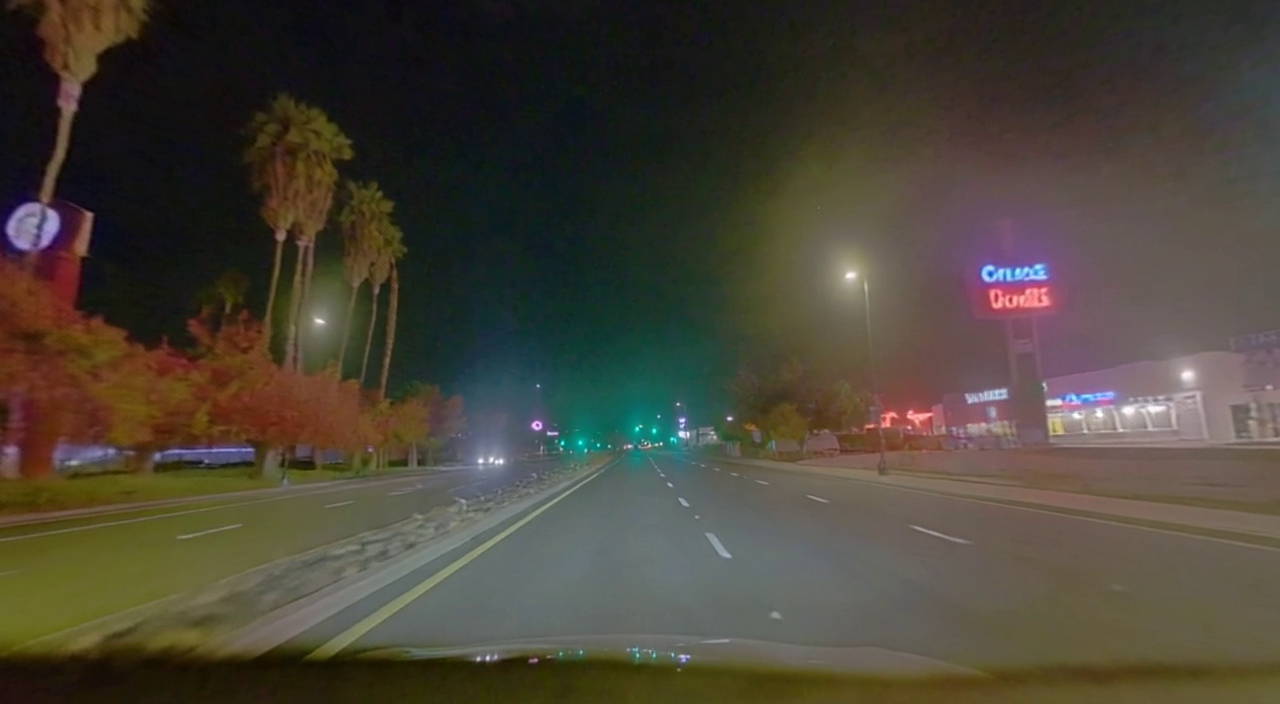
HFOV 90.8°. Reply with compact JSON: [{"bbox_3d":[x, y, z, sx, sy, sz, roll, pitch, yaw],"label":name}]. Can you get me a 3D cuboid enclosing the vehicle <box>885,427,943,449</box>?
[{"bbox_3d":[19.048,6.026,44.143,1.797,1.425,4.645,0,-8,-2],"label":"vehicle"}]
